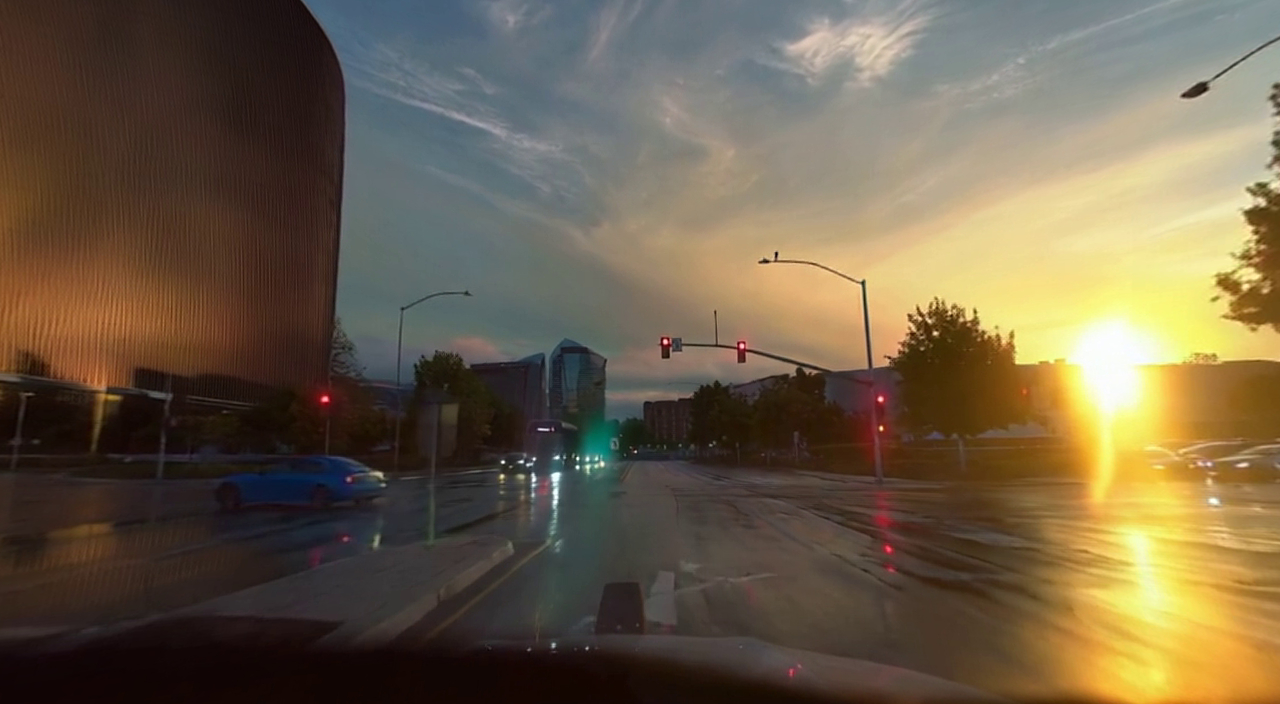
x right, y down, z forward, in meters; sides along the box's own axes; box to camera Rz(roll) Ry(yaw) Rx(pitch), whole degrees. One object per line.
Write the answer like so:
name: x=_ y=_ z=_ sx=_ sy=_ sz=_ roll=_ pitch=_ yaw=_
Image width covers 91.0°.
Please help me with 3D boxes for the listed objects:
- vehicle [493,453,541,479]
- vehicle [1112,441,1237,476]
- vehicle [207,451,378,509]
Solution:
vehicle: x=-7.947 y=7.390 z=41.177 sx=2.113 sy=1.535 sz=4.504 roll=0 pitch=-9 yaw=2
vehicle: x=24.647 y=4.929 z=29.310 sx=2.021 sy=1.484 sz=4.454 roll=0 pitch=-9 yaw=3
vehicle: x=-10.262 y=3.715 z=18.680 sx=4.197 sy=1.525 sz=2.014 roll=-3 pitch=-9 yaw=18
